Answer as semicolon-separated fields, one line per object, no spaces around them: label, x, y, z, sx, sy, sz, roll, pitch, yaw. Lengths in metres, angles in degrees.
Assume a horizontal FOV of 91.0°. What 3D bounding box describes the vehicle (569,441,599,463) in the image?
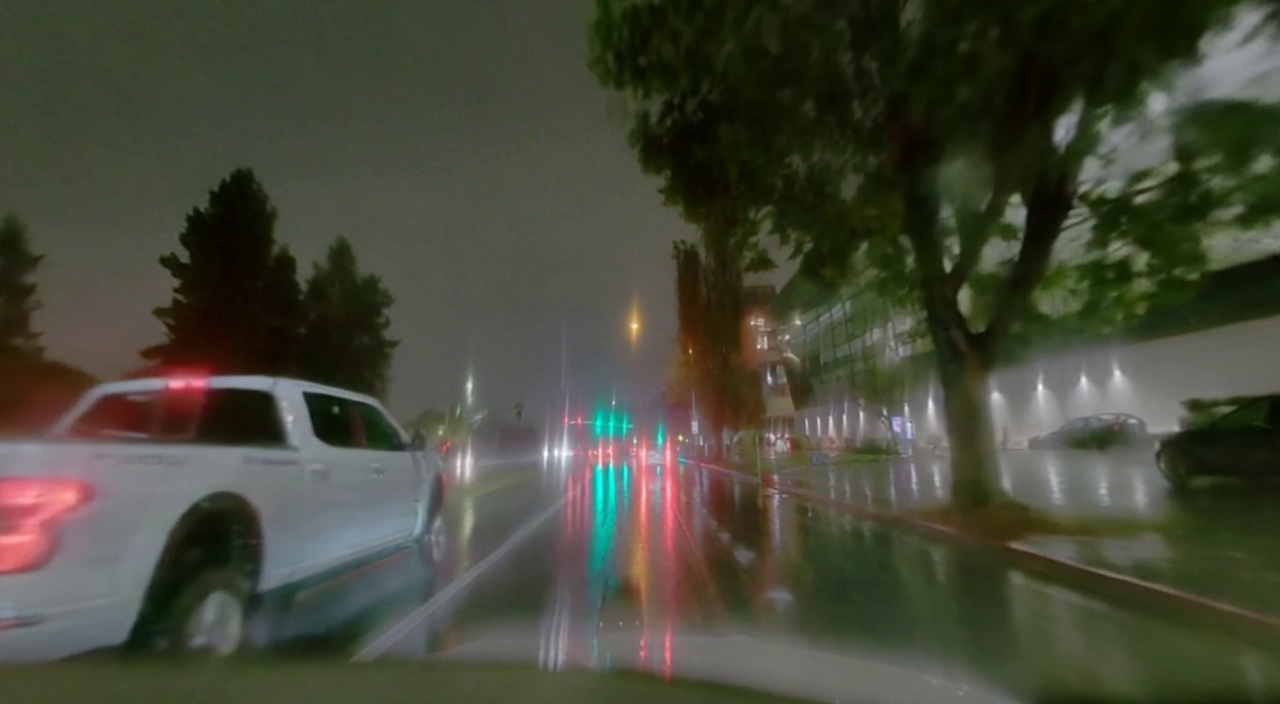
vehicle;-3.939;7.063;44.529;2.018;1.458;4.350;0;-9;-4

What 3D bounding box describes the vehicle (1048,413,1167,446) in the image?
vehicle;23.366;3.943;31.751;4.588;1.525;1.979;-6;-10;32

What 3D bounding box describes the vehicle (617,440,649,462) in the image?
vehicle;-0.551;7.028;44.841;2.047;1.502;3.873;0;-9;-4

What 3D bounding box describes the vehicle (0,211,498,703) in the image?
vehicle;-3.014;1.004;4.432;2.512;1.992;5.725;-1;-9;2

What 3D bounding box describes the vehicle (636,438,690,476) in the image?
vehicle;0.926;4.611;27.911;2.142;1.528;4.133;0;-9;-2

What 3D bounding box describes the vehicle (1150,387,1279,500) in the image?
vehicle;11.982;1.572;10.848;2.131;1.909;4.927;0;-9;-1
